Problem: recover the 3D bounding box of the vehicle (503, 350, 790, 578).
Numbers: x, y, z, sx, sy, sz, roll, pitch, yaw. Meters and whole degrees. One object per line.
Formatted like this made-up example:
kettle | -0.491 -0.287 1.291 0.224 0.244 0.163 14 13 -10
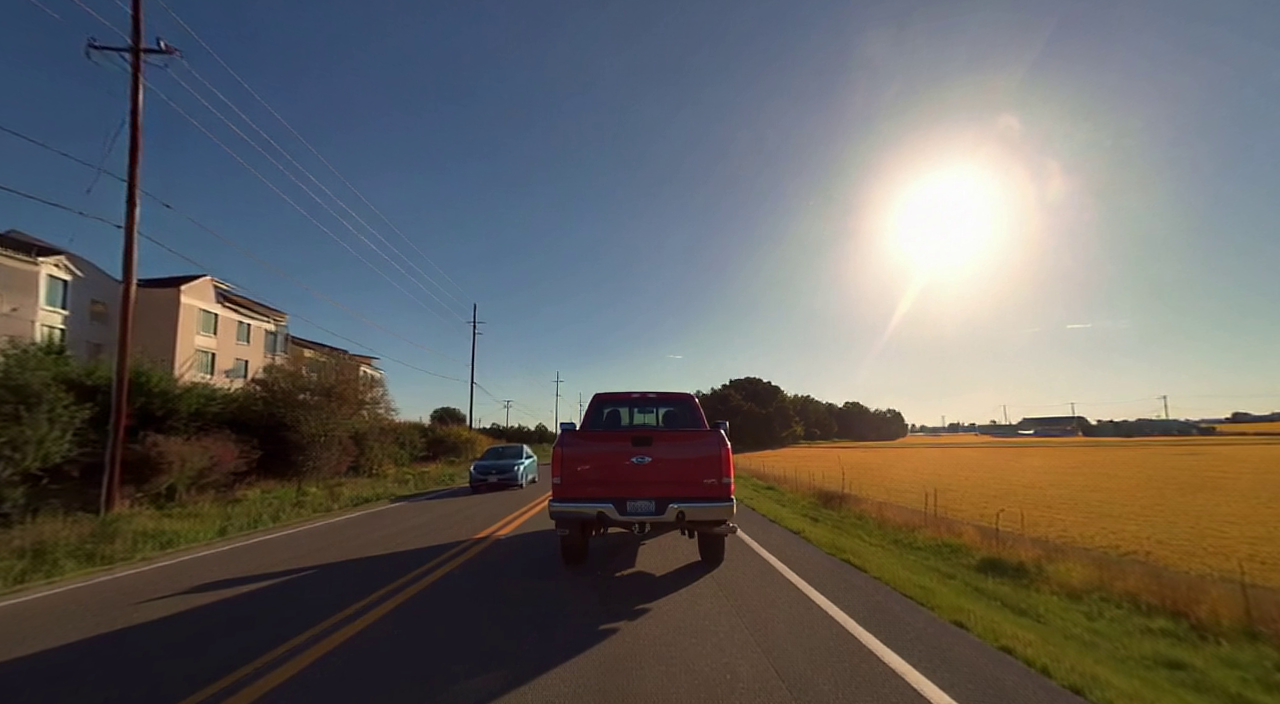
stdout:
vehicle | -0.017 1.667 10.166 2.912 2.320 7.292 0 -8 -1
